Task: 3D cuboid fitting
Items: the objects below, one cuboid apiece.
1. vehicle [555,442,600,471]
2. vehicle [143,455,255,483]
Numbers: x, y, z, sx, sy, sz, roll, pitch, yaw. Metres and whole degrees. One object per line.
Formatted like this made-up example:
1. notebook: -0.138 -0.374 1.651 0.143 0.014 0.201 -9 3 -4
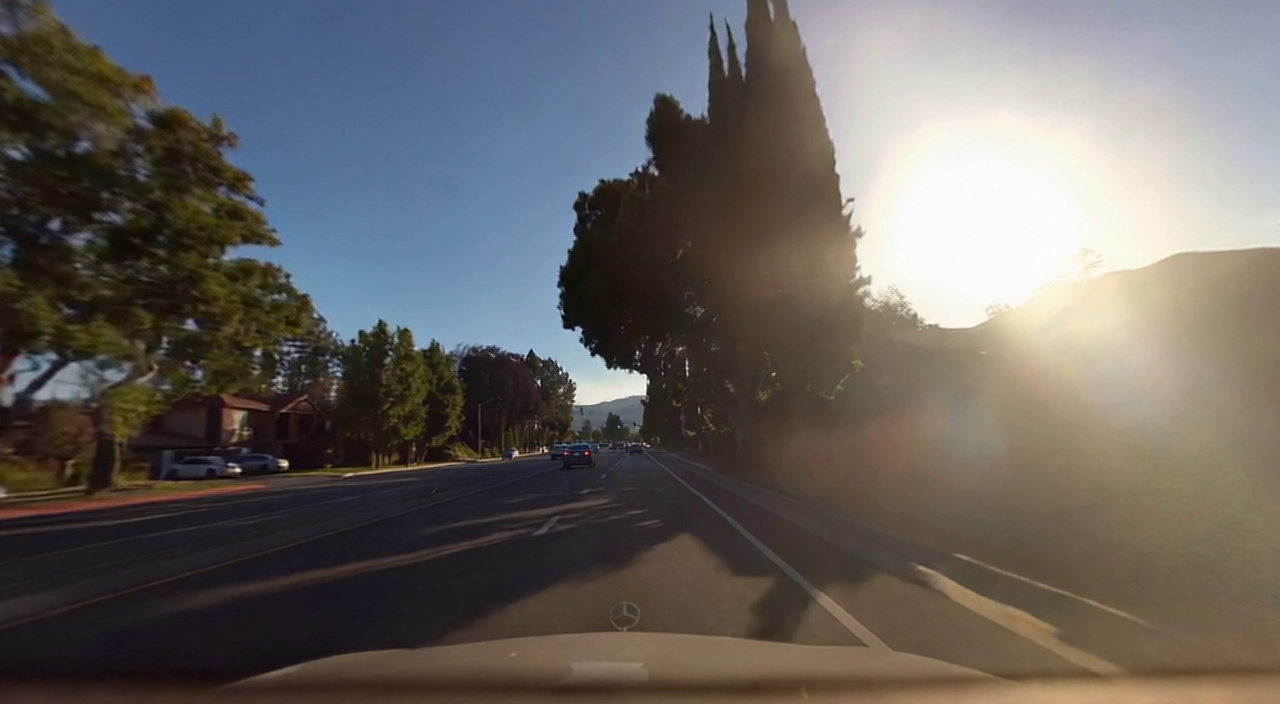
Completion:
1. vehicle: -3.279 5.560 33.986 1.992 1.447 4.044 0 -8 0
2. vehicle: -24.801 6.582 35.632 4.743 1.482 2.164 -1 -8 4
